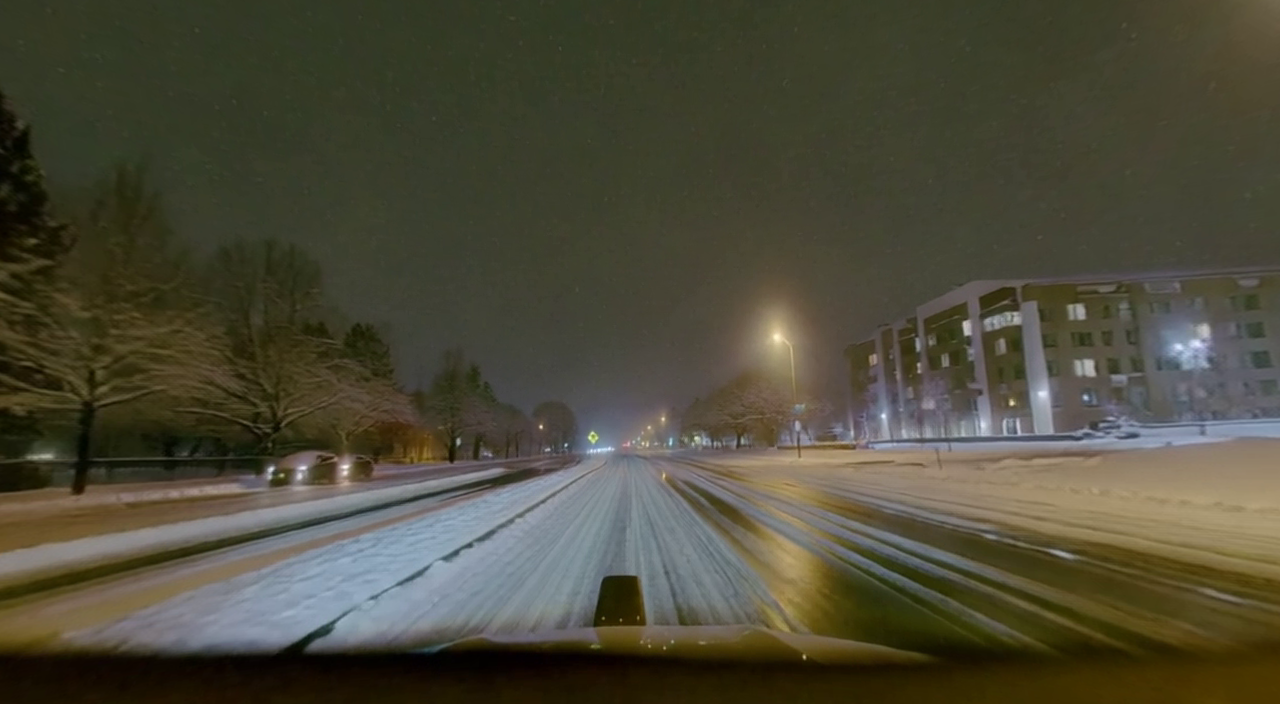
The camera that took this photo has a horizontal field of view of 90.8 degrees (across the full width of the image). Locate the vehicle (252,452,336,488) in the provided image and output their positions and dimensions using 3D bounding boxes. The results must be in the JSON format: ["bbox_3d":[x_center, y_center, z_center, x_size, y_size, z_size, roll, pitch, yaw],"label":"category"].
[{"bbox_3d":[-19.351,6.572,35.625,2.255,1.848,4.617,0,-8,-2],"label":"vehicle"}]

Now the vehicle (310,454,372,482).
[{"bbox_3d":[-19.508,7.556,41.471,1.965,1.665,4.577,-2,-9,-1],"label":"vehicle"}]
